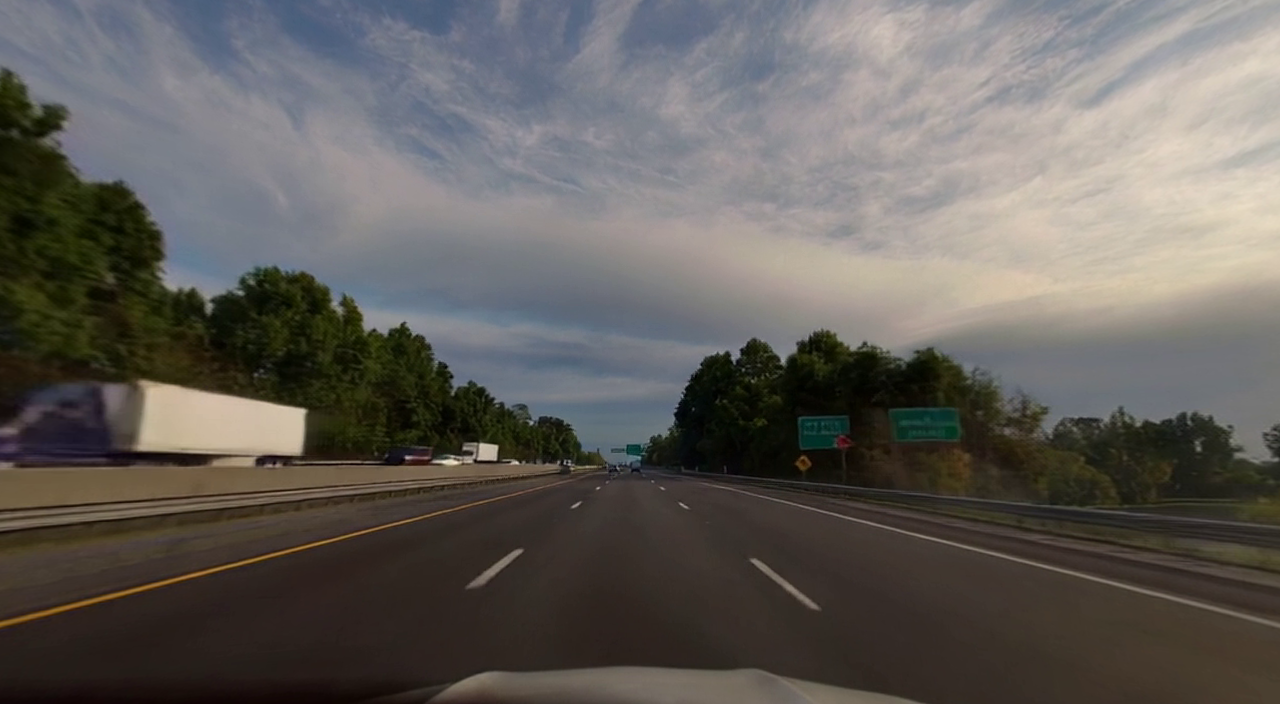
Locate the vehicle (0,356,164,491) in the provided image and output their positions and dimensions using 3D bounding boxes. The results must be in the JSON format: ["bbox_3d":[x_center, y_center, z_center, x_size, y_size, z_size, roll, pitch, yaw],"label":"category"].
[{"bbox_3d":[-20.047,2.570,21.286,2.931,3.913,5.982,1,-10,0],"label":"vehicle"}]

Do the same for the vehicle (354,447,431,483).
[{"bbox_3d":[-12.065,5.557,31.007,2.157,1.605,4.018,1,-10,-1],"label":"vehicle"}]
